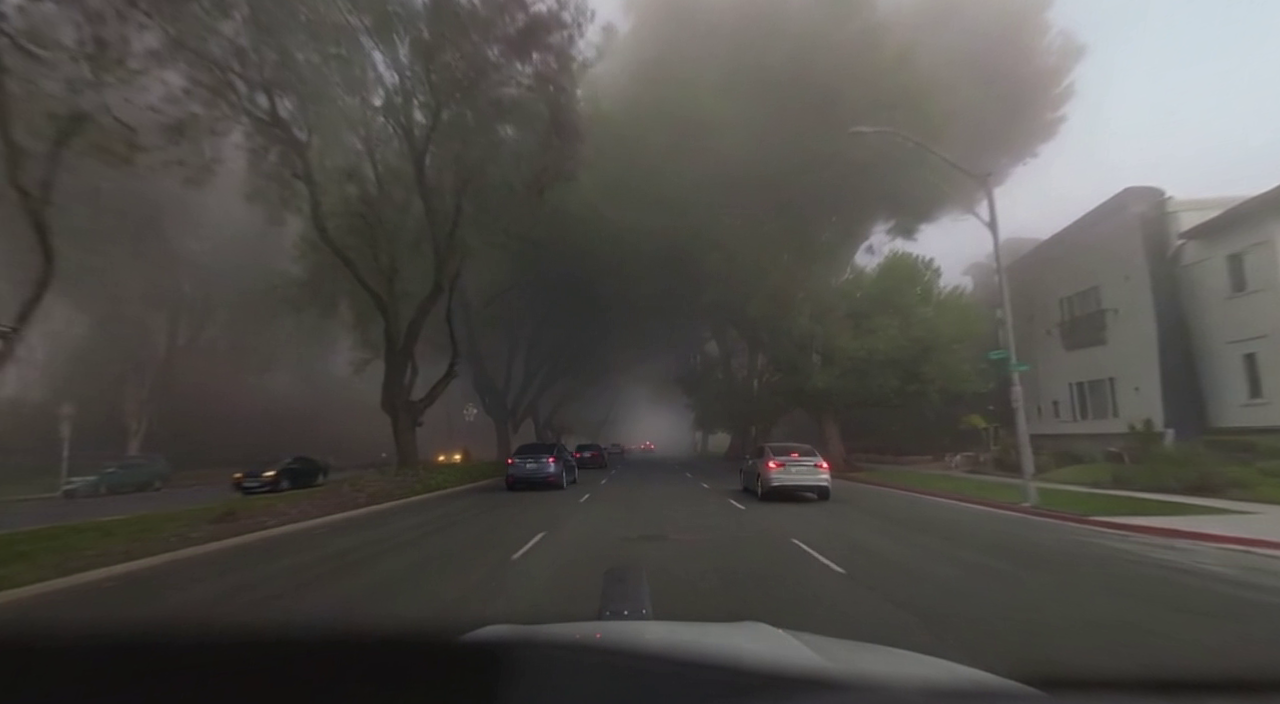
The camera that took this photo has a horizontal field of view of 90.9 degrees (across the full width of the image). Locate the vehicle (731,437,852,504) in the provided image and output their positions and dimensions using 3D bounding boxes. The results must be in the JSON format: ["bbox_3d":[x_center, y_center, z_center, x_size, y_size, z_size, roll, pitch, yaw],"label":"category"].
[{"bbox_3d":[3.721,3.003,16.408,2.010,1.486,4.498,0,-8,0],"label":"vehicle"}]

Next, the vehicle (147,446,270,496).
[{"bbox_3d":[-18.920,5.177,27.964,2.032,1.989,4.727,0,-8,1],"label":"vehicle"}]

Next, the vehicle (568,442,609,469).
[{"bbox_3d":[-3.026,6.196,37.779,1.988,1.497,4.404,0,-8,2],"label":"vehicle"}]

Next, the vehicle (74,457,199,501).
[{"bbox_3d":[-22.638,5.686,28.615,1.960,1.698,4.446,0,-8,0],"label":"vehicle"}]

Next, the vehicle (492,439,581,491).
[{"bbox_3d":[-3.200,3.604,20.417,2.053,1.480,4.381,0,-8,1],"label":"vehicle"}]

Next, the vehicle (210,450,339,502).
[{"bbox_3d":[-12.132,4.093,21.291,1.817,1.547,4.220,0,-9,0],"label":"vehicle"}]
